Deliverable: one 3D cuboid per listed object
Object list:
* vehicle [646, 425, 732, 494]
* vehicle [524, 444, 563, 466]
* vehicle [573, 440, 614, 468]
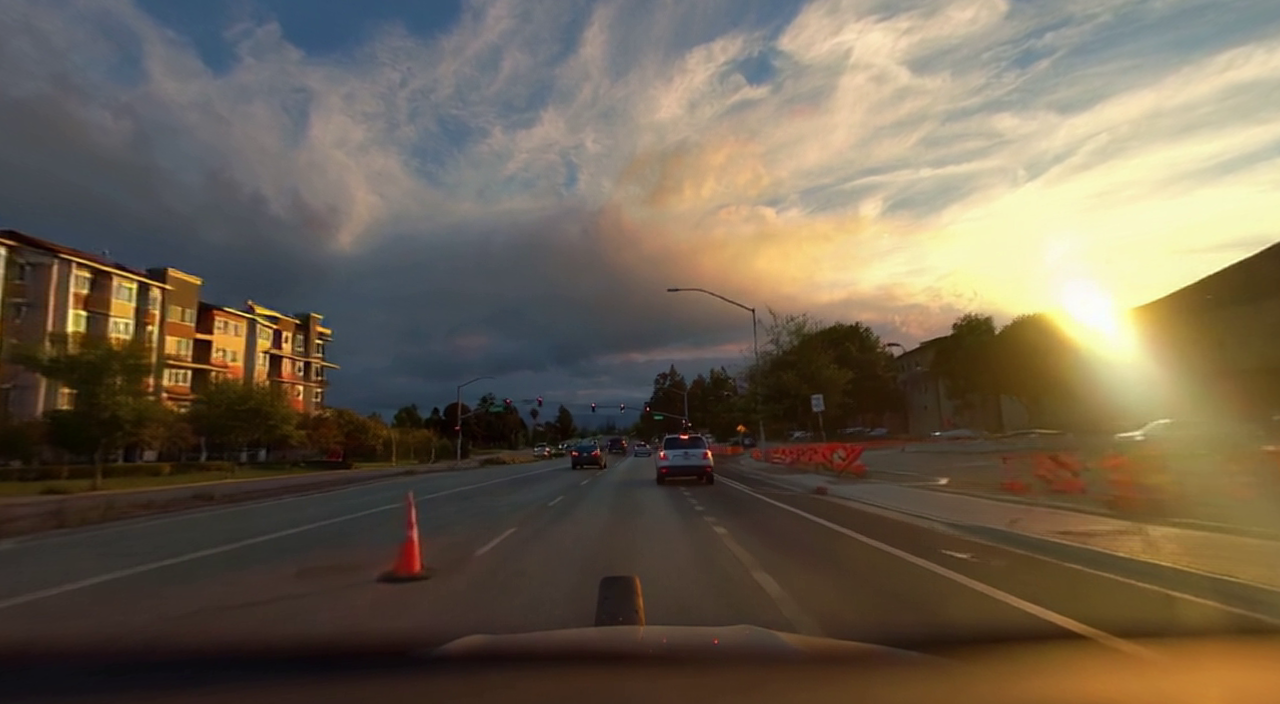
[{"bbox_3d":[1.325,3.189,19.047,2.197,1.835,4.316,0,-8,0],"label":"vehicle"},{"bbox_3d":[-6.862,7.354,45.451,1.928,1.488,4.635,0,-8,2],"label":"vehicle"},{"bbox_3d":[-2.826,6.322,39.378,2.121,1.654,3.993,0,-8,1],"label":"vehicle"}]
